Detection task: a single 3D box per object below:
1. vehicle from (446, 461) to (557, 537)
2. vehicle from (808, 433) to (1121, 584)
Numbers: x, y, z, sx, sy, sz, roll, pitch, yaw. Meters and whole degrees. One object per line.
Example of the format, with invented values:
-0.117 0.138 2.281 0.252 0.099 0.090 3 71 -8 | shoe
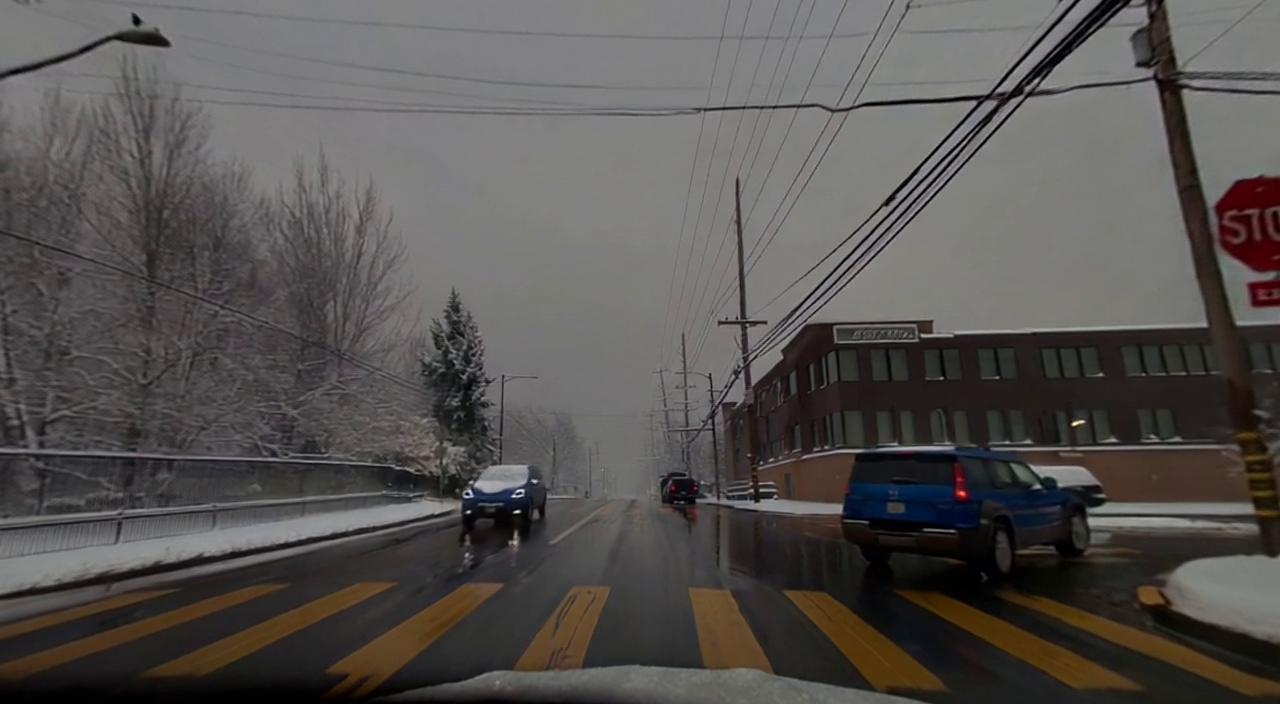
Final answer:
-3.379 3.648 16.240 1.911 1.563 4.057 0 -8 0 | vehicle
5.183 2.207 9.914 4.872 1.789 2.214 6 -10 -34 | vehicle
